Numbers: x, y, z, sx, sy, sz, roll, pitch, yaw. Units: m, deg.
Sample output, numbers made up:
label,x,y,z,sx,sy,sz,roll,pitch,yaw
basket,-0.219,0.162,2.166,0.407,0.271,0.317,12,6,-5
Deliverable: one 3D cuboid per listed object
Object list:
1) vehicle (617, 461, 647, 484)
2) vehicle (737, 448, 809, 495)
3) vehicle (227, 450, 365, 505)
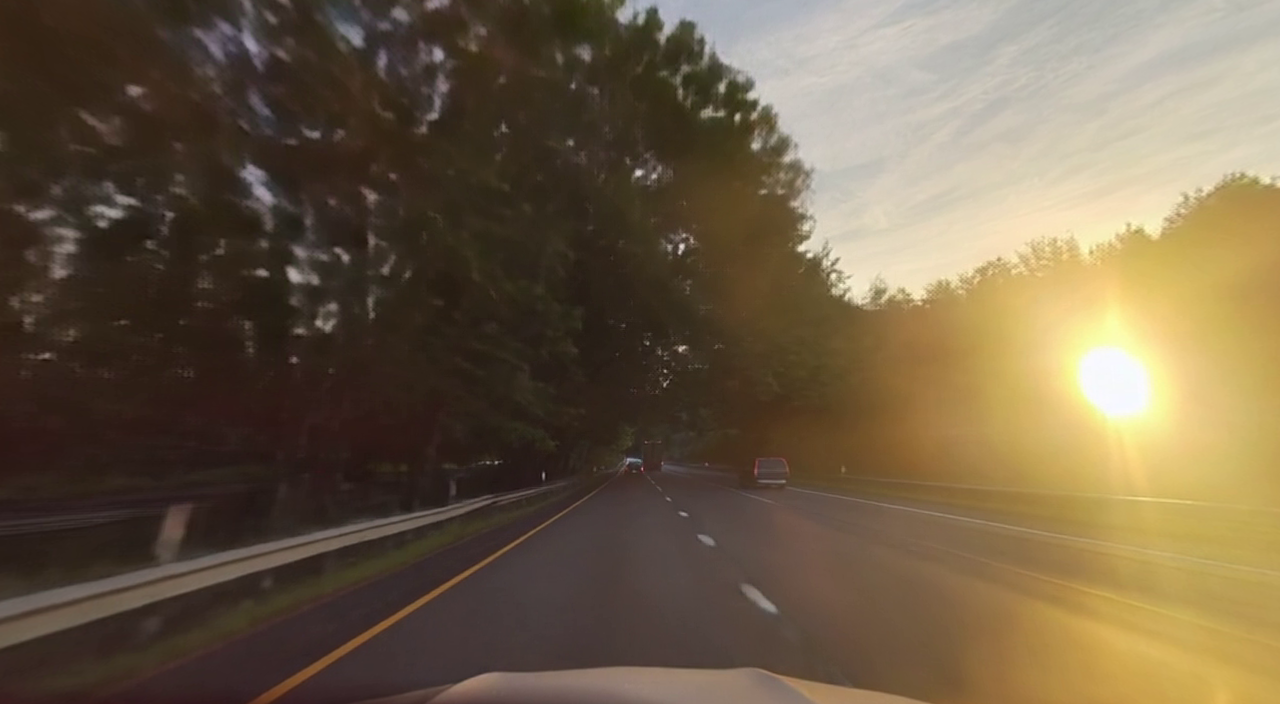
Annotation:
label,x,y,z,sx,sy,sz,roll,pitch,yaw
vehicle,-0.610,8.461,44.218,1.987,1.467,3.903,1,-10,-2
vehicle,5.581,5.127,27.138,1.998,1.776,4.663,1,-10,-1
vehicle,-11.538,4.274,21.635,1.952,1.618,4.859,1,-10,0
